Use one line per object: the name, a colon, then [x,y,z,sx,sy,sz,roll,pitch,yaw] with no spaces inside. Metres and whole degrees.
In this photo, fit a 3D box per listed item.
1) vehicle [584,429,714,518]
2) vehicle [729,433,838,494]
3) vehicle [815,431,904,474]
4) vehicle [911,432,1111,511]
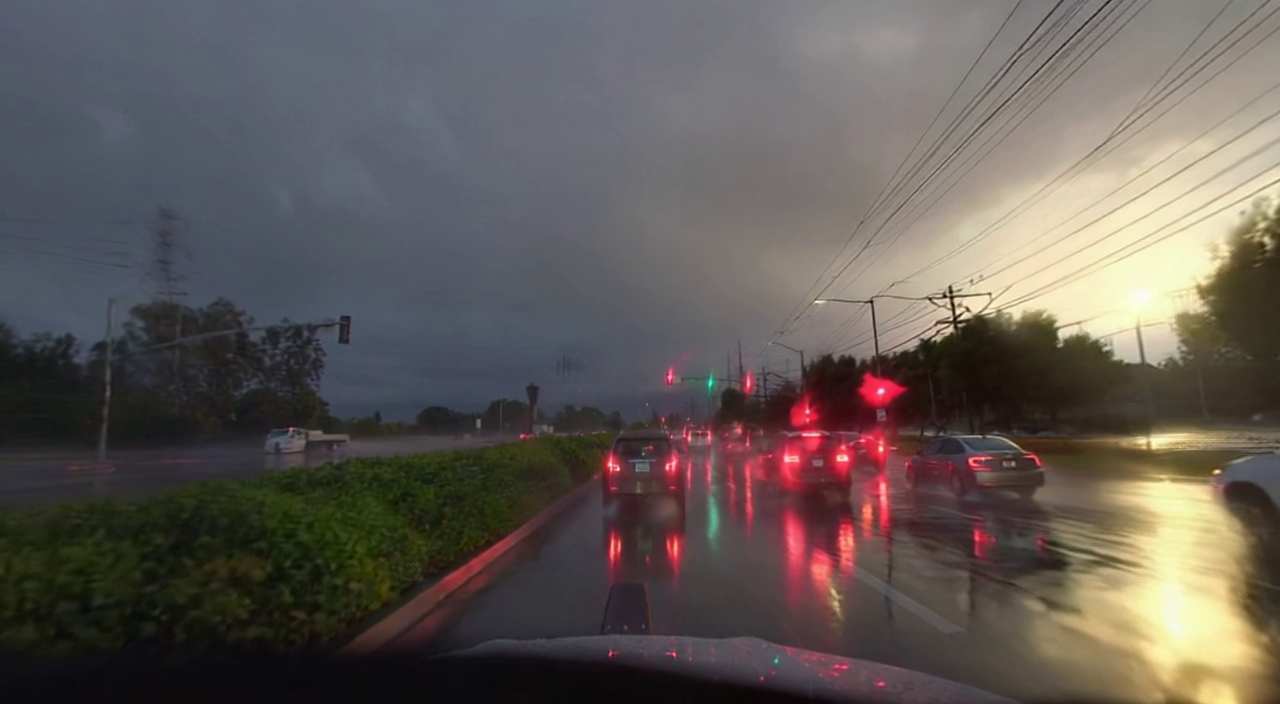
vehicle: [0.180,2.397,12.984,2.208,1.498,4.401,0,-8,1]
vehicle: [3.844,3.076,17.775,2.028,1.454,4.531,0,-8,1]
vehicle: [8.703,4.044,25.487,1.966,1.536,4.666,0,-8,1]
vehicle: [8.010,2.603,14.232,1.905,1.483,4.469,-1,-8,2]
